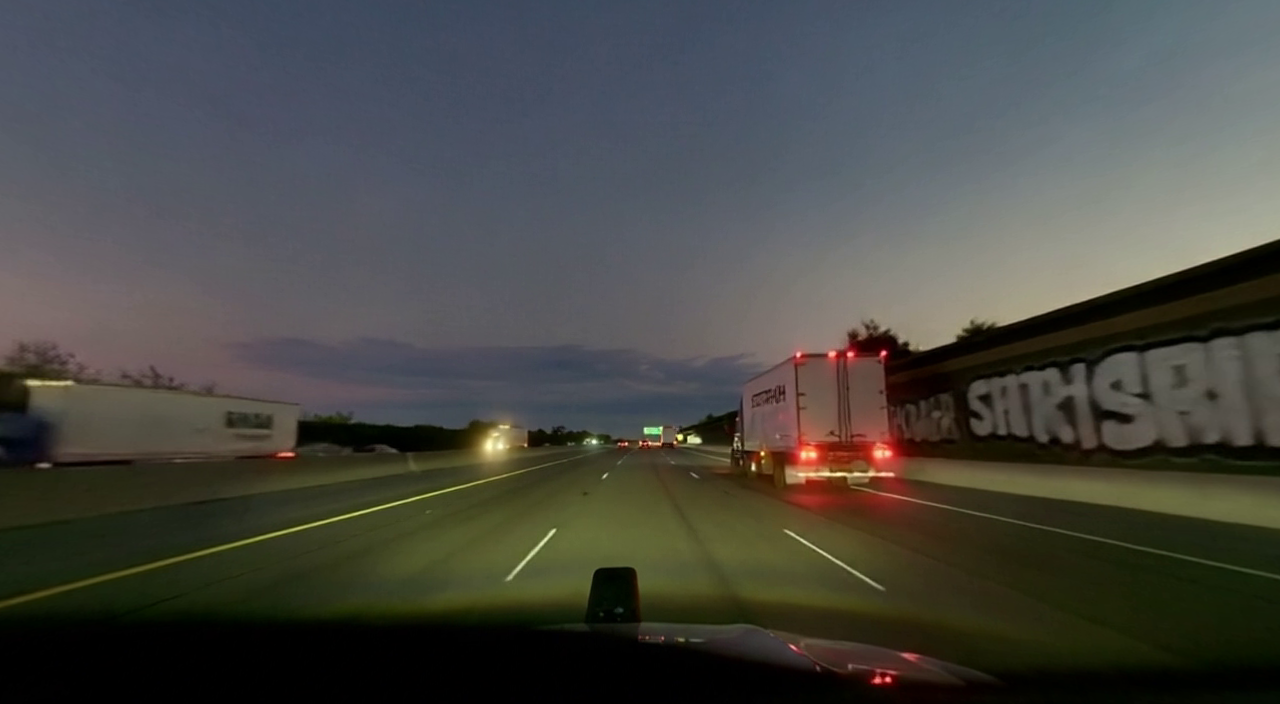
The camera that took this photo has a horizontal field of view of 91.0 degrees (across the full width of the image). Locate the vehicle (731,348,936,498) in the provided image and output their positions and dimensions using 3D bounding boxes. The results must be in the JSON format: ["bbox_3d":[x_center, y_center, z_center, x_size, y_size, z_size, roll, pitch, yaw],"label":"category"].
[{"bbox_3d":[5.245,2.363,19.960,2.949,3.470,10.539,0,-8,-1],"label":"vehicle"}]

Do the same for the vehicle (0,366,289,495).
[{"bbox_3d":[-20.756,3.387,26.153,2.963,3.836,16.669,0,-8,0],"label":"vehicle"}]
